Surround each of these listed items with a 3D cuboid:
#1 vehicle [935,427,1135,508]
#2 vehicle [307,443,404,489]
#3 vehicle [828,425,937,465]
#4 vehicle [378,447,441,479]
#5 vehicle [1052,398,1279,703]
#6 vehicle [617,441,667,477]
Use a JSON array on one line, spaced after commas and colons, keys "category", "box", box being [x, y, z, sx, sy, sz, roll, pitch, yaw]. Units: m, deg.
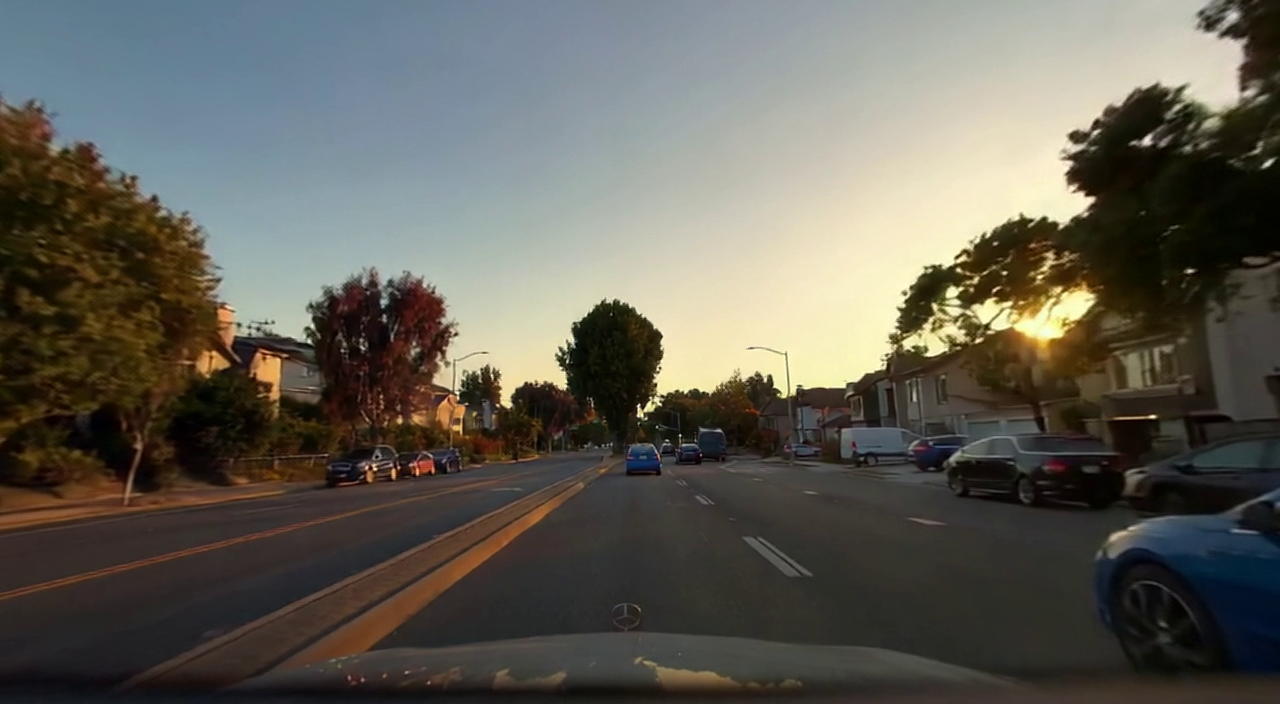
[{"category": "vehicle", "box": [9.720, 2.874, 16.136, 2.139, 1.772, 4.468, 0, -9, -1]}, {"category": "vehicle", "box": [-14.526, 5.819, 32.762, 2.351, 2.008, 5.971, -3, -9, -1]}, {"category": "vehicle", "box": [14.717, 5.673, 38.585, 5.696, 2.299, 2.292, 0, -9, -2]}, {"category": "vehicle", "box": [-14.464, 6.955, 39.954, 2.140, 1.899, 4.900, 0, -9, 0]}, {"category": "vehicle", "box": [3.542, 0.809, 1.645, 1.992, 1.505, 4.333, 0, -9, 0]}, {"category": "vehicle", "box": [0.055, 4.808, 28.668, 2.093, 1.497, 4.010, 0, -9, -1]}]
